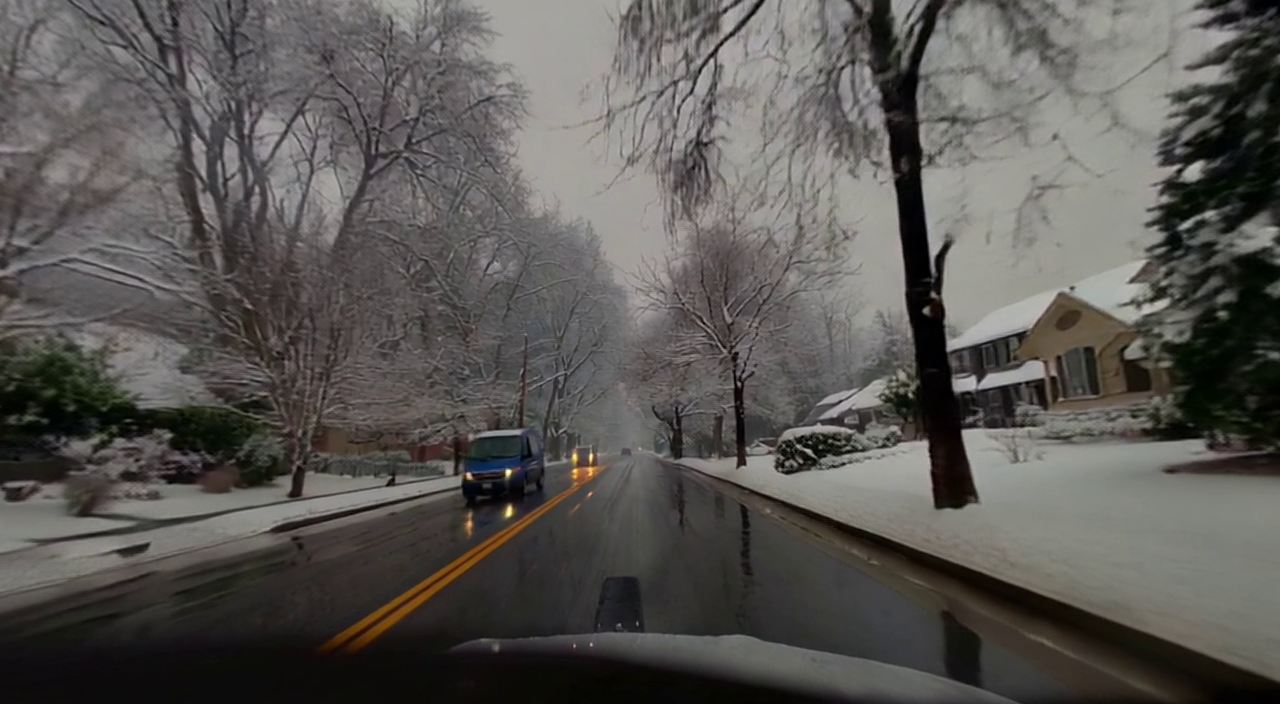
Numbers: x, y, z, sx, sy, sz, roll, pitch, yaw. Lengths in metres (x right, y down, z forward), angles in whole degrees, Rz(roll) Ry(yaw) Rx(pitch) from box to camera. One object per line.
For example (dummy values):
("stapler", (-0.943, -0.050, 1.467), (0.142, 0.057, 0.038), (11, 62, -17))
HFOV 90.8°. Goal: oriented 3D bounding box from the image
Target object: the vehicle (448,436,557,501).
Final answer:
("vehicle", (-4.306, 3.756, 20.901), (2.303, 1.813, 5.660), (0, -8, 0))
